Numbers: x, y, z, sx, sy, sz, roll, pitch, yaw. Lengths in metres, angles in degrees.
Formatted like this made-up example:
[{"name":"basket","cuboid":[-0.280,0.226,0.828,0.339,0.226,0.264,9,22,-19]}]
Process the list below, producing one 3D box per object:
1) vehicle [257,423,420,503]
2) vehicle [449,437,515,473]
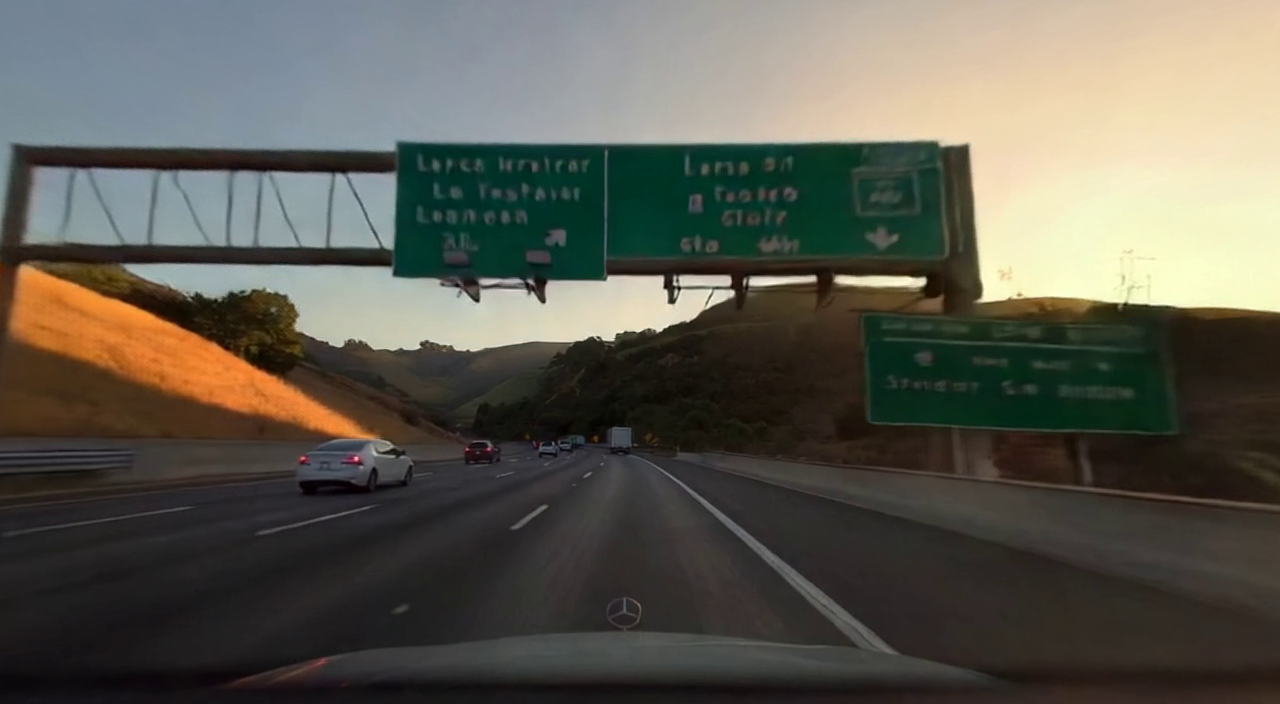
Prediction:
[{"name":"vehicle","cuboid":[-7.446,2.791,16.153,2.081,1.740,4.268,1,-9,-1]},{"name":"vehicle","cuboid":[-7.742,5.087,31.270,2.099,1.644,4.638,1,-9,-1]}]
